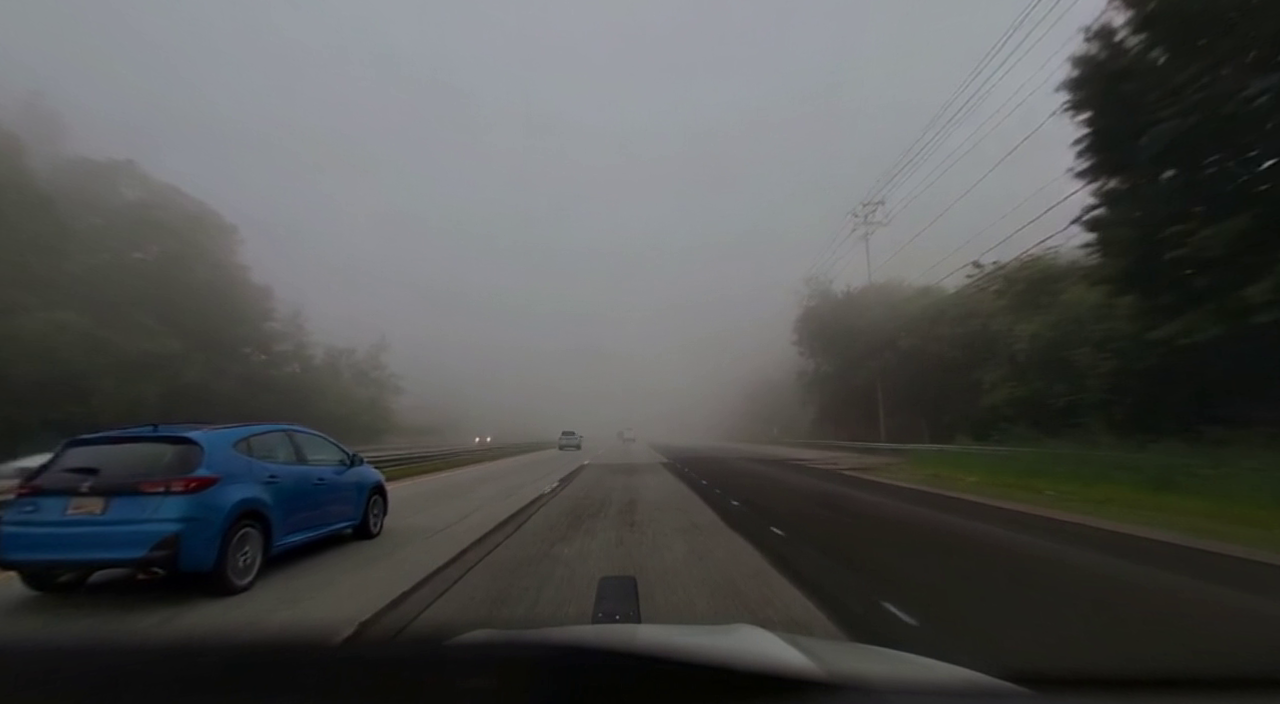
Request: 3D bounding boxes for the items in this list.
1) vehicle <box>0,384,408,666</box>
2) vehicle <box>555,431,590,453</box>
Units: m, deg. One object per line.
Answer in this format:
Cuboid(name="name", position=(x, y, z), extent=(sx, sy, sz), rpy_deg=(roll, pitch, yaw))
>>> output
Cuboid(name="vehicle", position=(-3.914, 1.253, 5.729), extent=(2.023, 1.580, 4.259), rpy_deg=(0, -8, -1))
Cuboid(name="vehicle", position=(-4.767, 6.451, 45.039), extent=(2.080, 1.478, 4.347), rpy_deg=(0, -8, 0))
